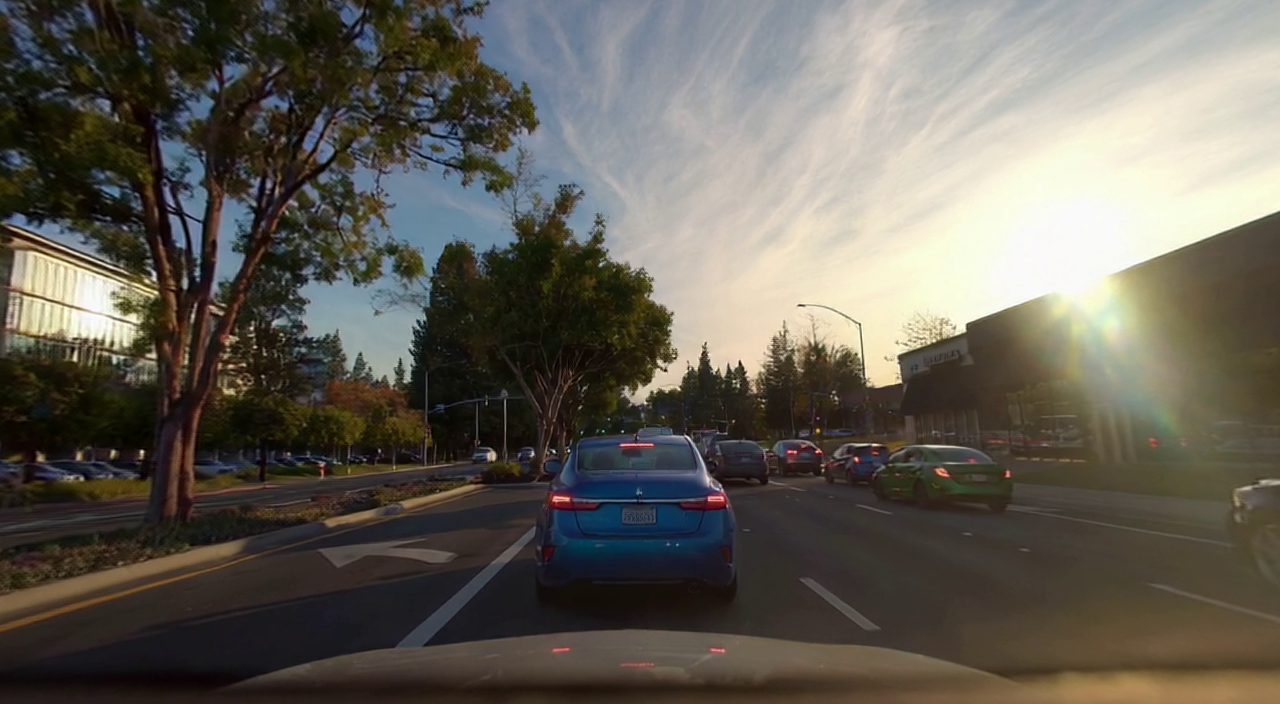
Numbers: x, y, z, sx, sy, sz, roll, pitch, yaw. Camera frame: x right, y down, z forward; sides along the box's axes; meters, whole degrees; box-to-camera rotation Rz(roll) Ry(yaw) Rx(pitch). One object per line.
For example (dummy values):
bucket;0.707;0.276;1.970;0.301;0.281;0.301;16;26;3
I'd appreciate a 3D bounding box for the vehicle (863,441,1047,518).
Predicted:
vehicle;6.875;2.786;14.432;1.911;1.468;4.417;0;-8;0

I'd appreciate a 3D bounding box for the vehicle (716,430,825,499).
vehicle;3.607;3.200;18.424;2.114;1.736;4.553;0;-8;-1

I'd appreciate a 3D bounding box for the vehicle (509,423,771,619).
vehicle;-0.024;1.600;7.014;1.977;1.465;4.376;0;-8;-1
